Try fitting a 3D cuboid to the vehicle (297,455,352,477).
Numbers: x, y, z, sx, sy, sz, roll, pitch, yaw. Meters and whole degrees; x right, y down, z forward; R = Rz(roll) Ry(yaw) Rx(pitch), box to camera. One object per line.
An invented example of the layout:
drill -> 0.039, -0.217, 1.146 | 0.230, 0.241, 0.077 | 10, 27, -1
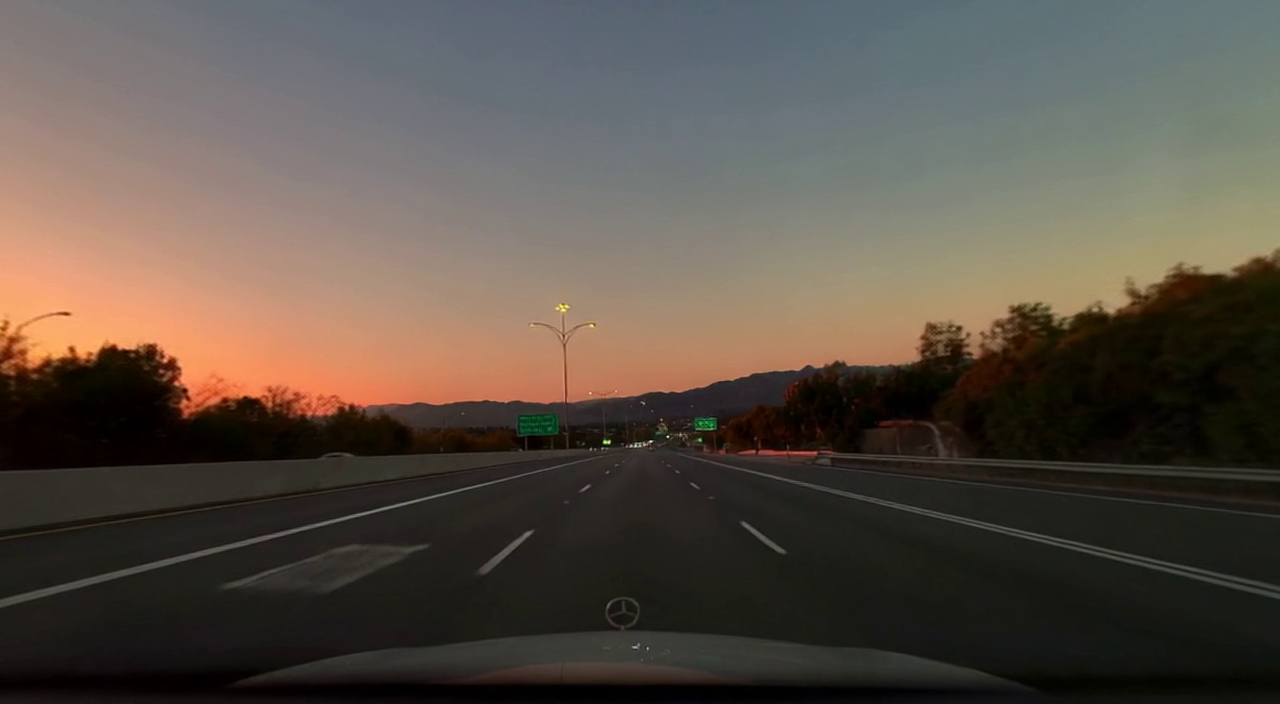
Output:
vehicle -> -24.326, 8.768, 48.662 | 1.864, 1.501, 4.468 | 0, -9, 1
